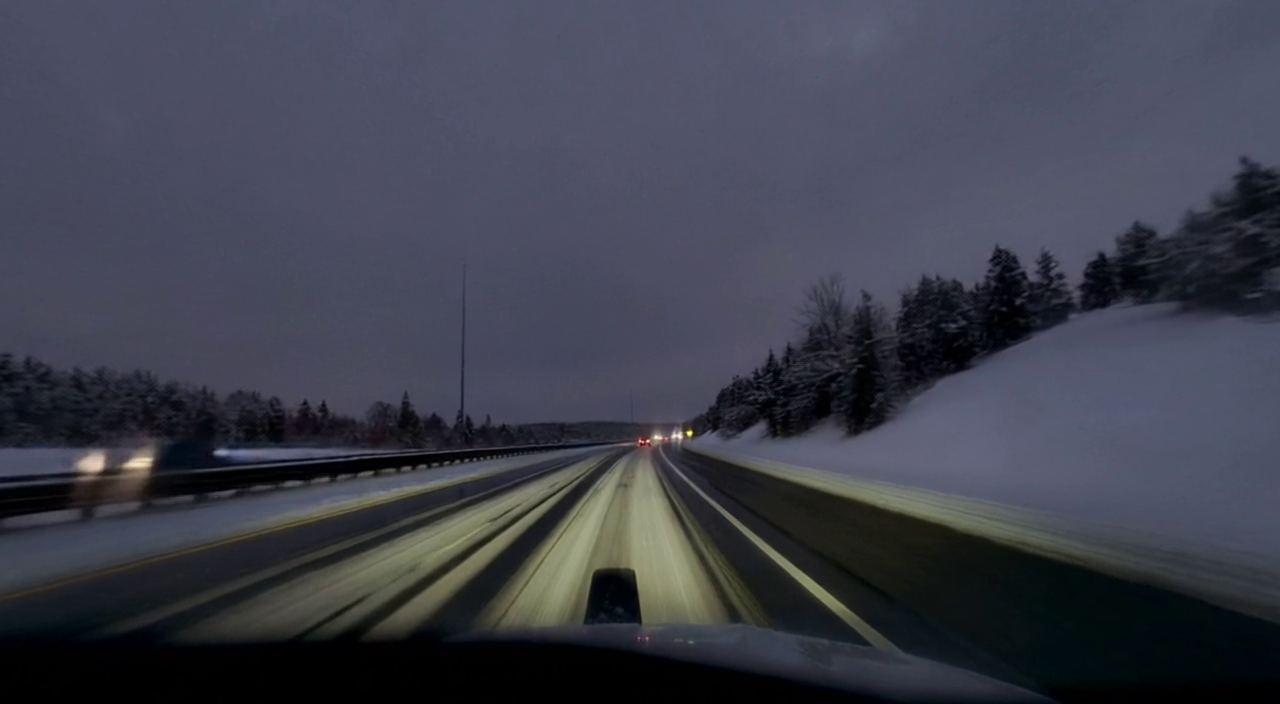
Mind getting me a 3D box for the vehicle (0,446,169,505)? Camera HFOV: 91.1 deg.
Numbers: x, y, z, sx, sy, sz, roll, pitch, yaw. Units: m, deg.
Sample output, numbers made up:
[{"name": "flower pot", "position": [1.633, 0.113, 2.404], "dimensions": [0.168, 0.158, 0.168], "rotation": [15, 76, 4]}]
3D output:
[{"name": "vehicle", "position": [-16.516, 3.581, 18.700], "dimensions": [1.821, 1.486, 4.099], "rotation": [0, -8, 0]}]
